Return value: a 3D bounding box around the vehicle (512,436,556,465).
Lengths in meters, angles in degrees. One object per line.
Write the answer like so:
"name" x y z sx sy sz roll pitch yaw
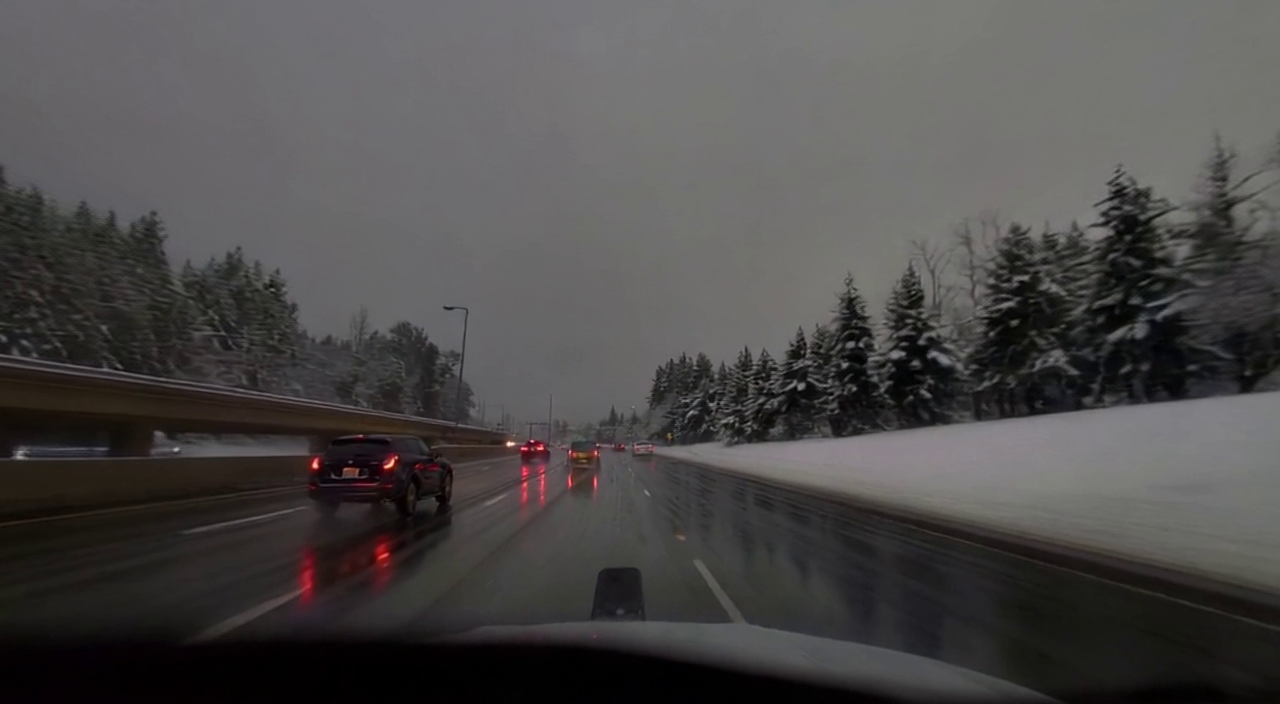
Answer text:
"vehicle" -6.773 6.375 40.937 2.244 1.755 4.417 0 -8 -3

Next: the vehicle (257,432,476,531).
"vehicle" -4.830 2.351 12.173 2.049 1.482 4.981 0 -9 -1

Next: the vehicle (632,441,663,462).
"vehicle" 0.509 7.293 46.433 2.021 1.447 3.985 0 -9 -4

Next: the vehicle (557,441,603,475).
"vehicle" -2.687 4.865 29.287 1.947 1.437 4.345 0 -9 -3
